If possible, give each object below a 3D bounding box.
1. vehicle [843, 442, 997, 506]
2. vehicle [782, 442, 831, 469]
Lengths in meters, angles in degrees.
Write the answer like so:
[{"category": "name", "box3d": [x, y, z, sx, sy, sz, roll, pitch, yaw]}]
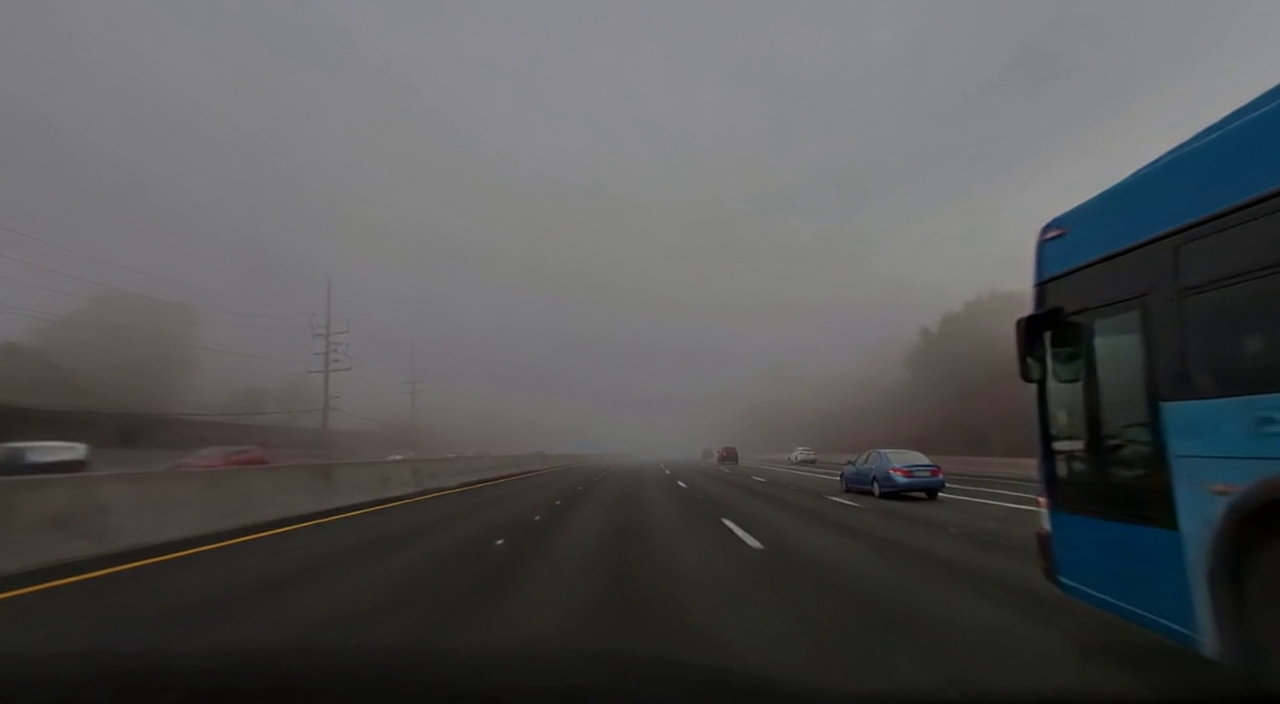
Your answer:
[{"category": "vehicle", "box3d": [7.362, 3.235, 17.252, 2.047, 1.479, 4.593, 0, -9, -1]}, {"category": "vehicle", "box3d": [11.418, 7.150, 43.658, 2.151, 1.734, 4.519, 0, -9, 0]}]
